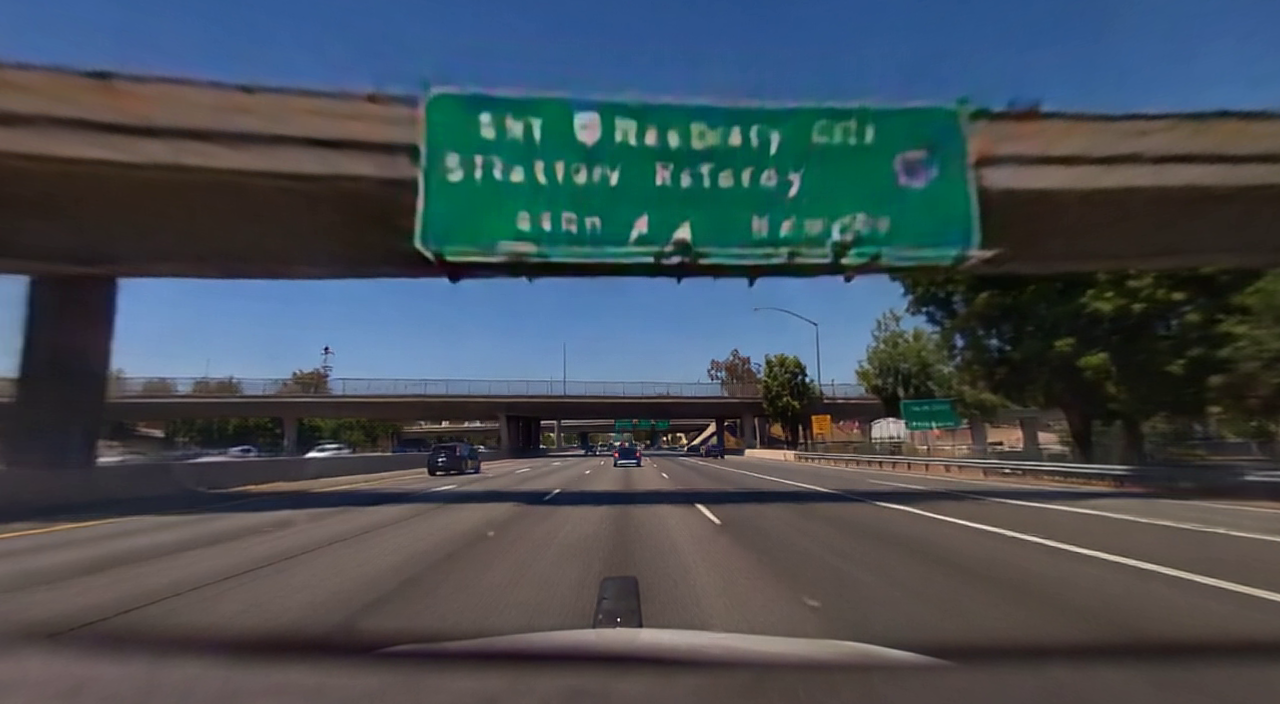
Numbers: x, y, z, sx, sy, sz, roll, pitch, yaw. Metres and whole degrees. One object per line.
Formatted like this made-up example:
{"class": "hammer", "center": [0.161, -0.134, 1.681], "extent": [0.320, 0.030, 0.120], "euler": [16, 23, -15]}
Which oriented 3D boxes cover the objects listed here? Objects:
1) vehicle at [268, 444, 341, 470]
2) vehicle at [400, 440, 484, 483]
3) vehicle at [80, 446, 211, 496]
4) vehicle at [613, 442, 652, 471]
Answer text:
{"class": "vehicle", "center": [-24.113, 7.543, 45.713], "extent": [2.331, 1.753, 5.521], "euler": [0, -8, 0]}
{"class": "vehicle", "center": [-7.726, 4.291, 25.087], "extent": [1.957, 1.554, 4.350], "euler": [0, -8, -1]}
{"class": "vehicle", "center": [-20.425, 4.885, 26.384], "extent": [2.021, 1.788, 4.335], "euler": [1, -8, -2]}
{"class": "vehicle", "center": [-0.483, 5.731, 34.775], "extent": [2.012, 1.471, 4.059], "euler": [0, -8, -2]}
